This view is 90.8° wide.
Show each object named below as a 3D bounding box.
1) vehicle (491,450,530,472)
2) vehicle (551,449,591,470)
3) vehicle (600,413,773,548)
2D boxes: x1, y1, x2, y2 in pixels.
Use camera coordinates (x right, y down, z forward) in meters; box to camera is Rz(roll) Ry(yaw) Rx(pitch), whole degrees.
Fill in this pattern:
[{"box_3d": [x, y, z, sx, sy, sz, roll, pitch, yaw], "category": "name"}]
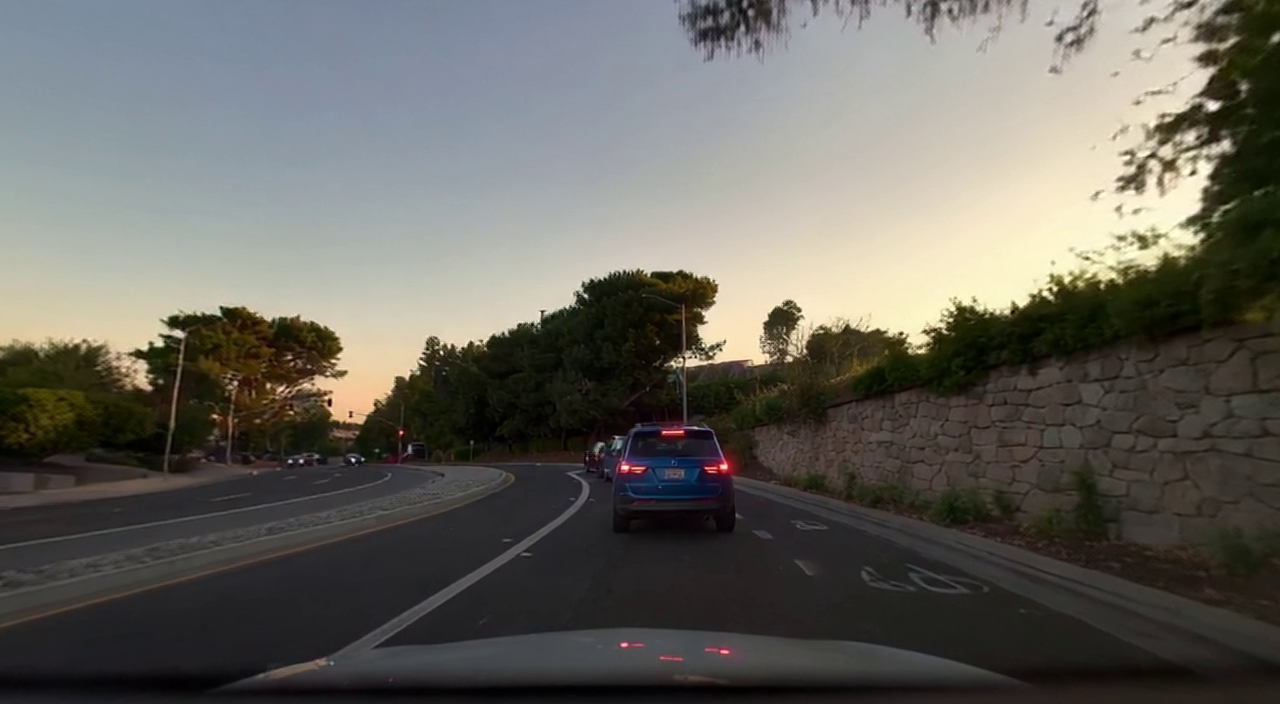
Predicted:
[{"box_3d": [-9.542, 7.899, 46.142, 2.023, 1.474, 4.286, 4, -9, -21], "category": "vehicle"}, {"box_3d": [-5.324, 8.136, 48.228, 1.932, 1.488, 4.578, 3, -9, -20], "category": "vehicle"}, {"box_3d": [0.538, 2.027, 10.548, 2.287, 1.762, 4.269, 0, -9, -2], "category": "vehicle"}]
